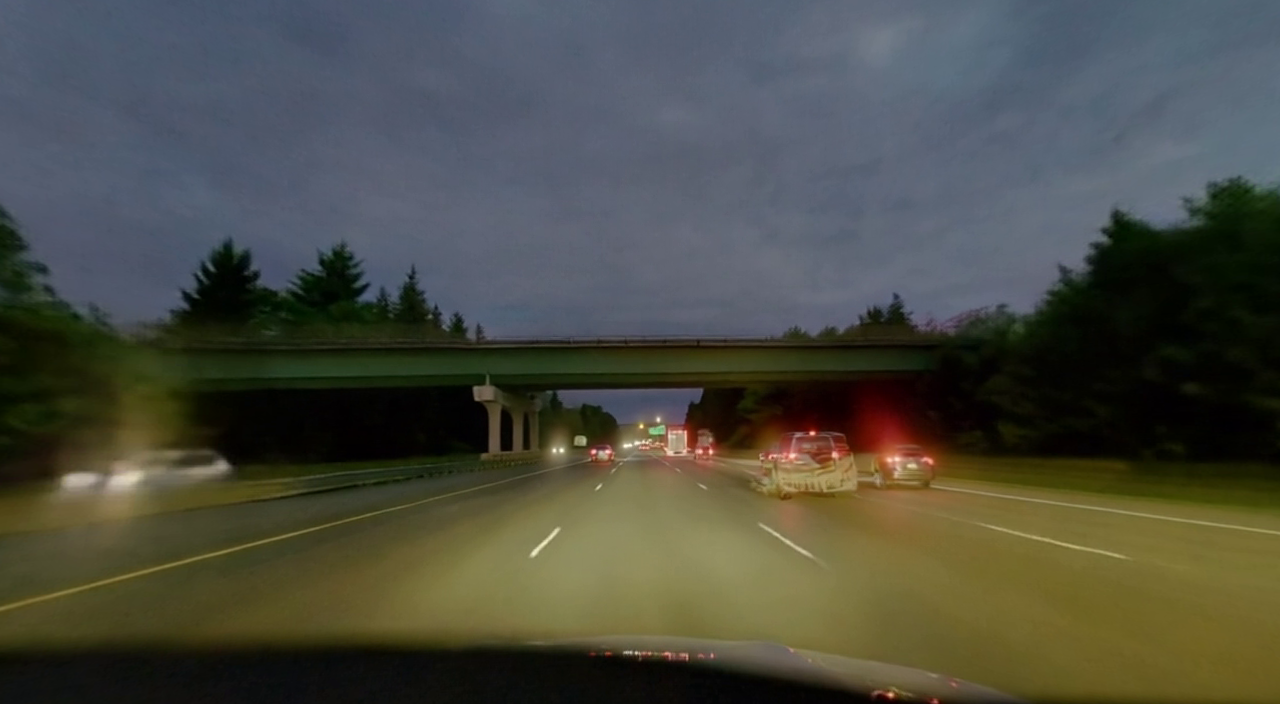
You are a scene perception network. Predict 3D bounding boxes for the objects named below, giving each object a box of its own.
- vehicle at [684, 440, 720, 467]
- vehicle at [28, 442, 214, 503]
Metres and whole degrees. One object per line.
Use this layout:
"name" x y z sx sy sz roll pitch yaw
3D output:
"vehicle" 4.555 7.509 46.941 2.100 1.889 4.969 0 -9 -1
"vehicle" -15.380 3.559 19.082 1.948 1.617 4.249 0 -9 0
